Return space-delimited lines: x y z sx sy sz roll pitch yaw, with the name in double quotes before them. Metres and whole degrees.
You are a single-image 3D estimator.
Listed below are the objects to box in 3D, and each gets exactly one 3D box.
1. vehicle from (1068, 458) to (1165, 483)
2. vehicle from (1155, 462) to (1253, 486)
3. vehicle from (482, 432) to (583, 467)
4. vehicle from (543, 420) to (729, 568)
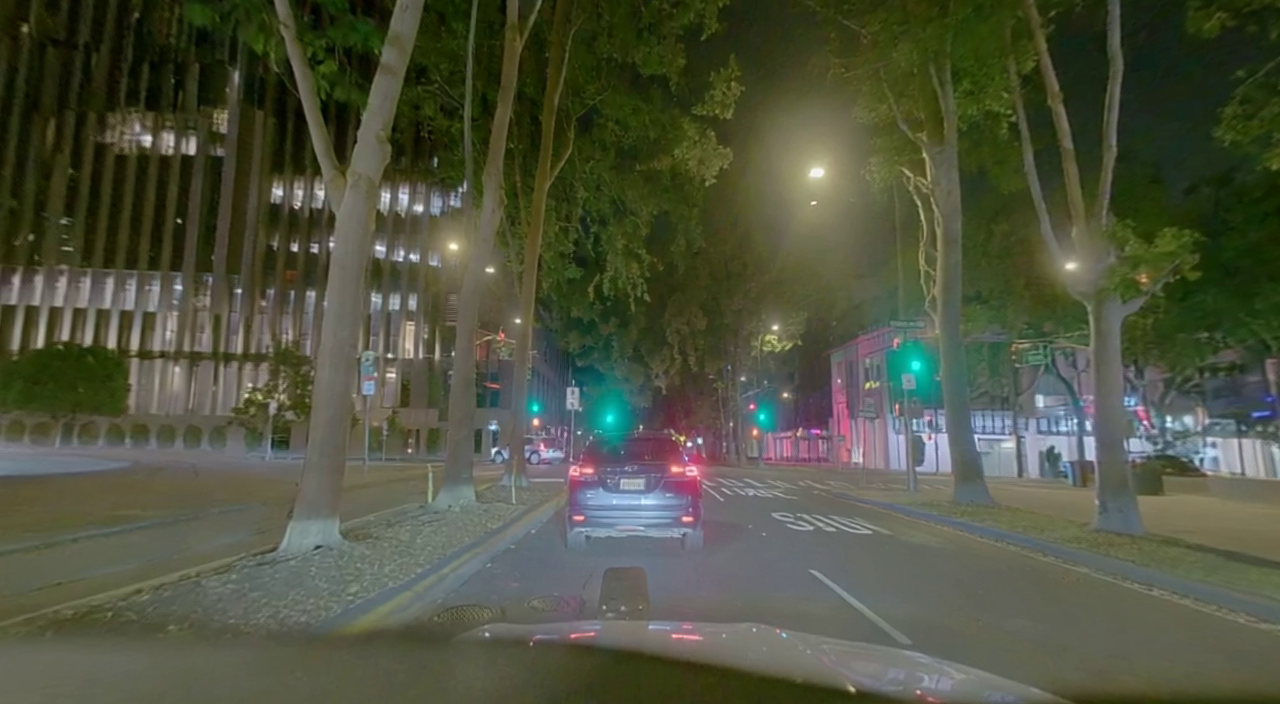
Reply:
"vehicle" 30.187 7.513 39.986 4.668 1.441 1.904 0 -9 -4
"vehicle" 35.902 7.756 40.182 4.457 1.409 1.873 0 -9 -2
"vehicle" -5.319 4.807 31.041 4.536 1.586 2.254 -6 -10 33
"vehicle" -0.075 1.875 9.042 2.079 1.621 3.861 0 -9 -1
